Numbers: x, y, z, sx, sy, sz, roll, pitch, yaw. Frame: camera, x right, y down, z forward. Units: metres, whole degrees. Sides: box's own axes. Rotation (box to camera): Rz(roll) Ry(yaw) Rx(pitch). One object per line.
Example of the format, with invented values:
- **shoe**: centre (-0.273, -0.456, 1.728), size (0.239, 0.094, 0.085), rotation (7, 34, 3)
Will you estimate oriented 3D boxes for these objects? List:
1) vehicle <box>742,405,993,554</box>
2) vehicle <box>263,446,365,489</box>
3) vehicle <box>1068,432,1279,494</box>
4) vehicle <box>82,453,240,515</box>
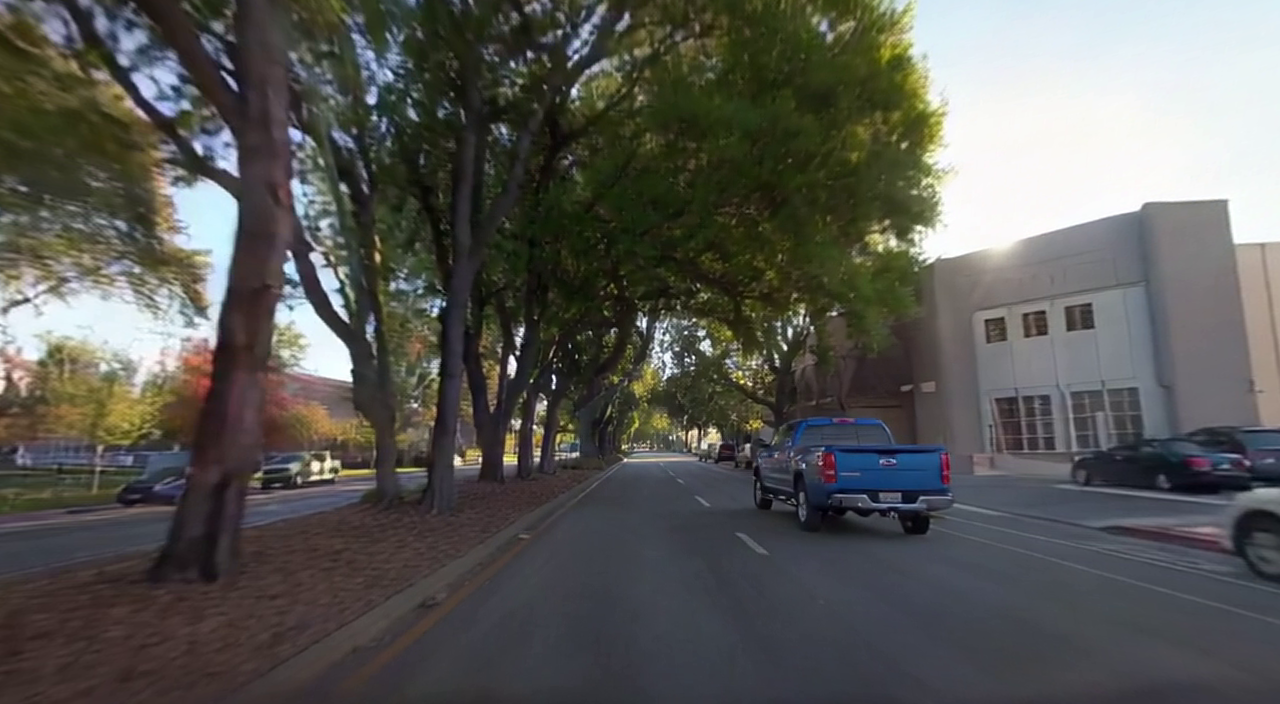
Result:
- **vehicle**: centre (3.253, 1.977, 10.523), size (2.085, 1.828, 5.383), rotation (0, -9, -1)
- **vehicle**: centre (-15.680, 5.546, 30.661), size (2.097, 1.852, 5.090), rotation (-1, -9, 2)
- **vehicle**: centre (14.789, 3.072, 17.596), size (4.083, 1.505, 1.971), rotation (-2, -8, 2)
- **vehicle**: centre (-16.064, 4.397, 21.510), size (1.919, 1.616, 4.723), rotation (-5, -8, -3)
